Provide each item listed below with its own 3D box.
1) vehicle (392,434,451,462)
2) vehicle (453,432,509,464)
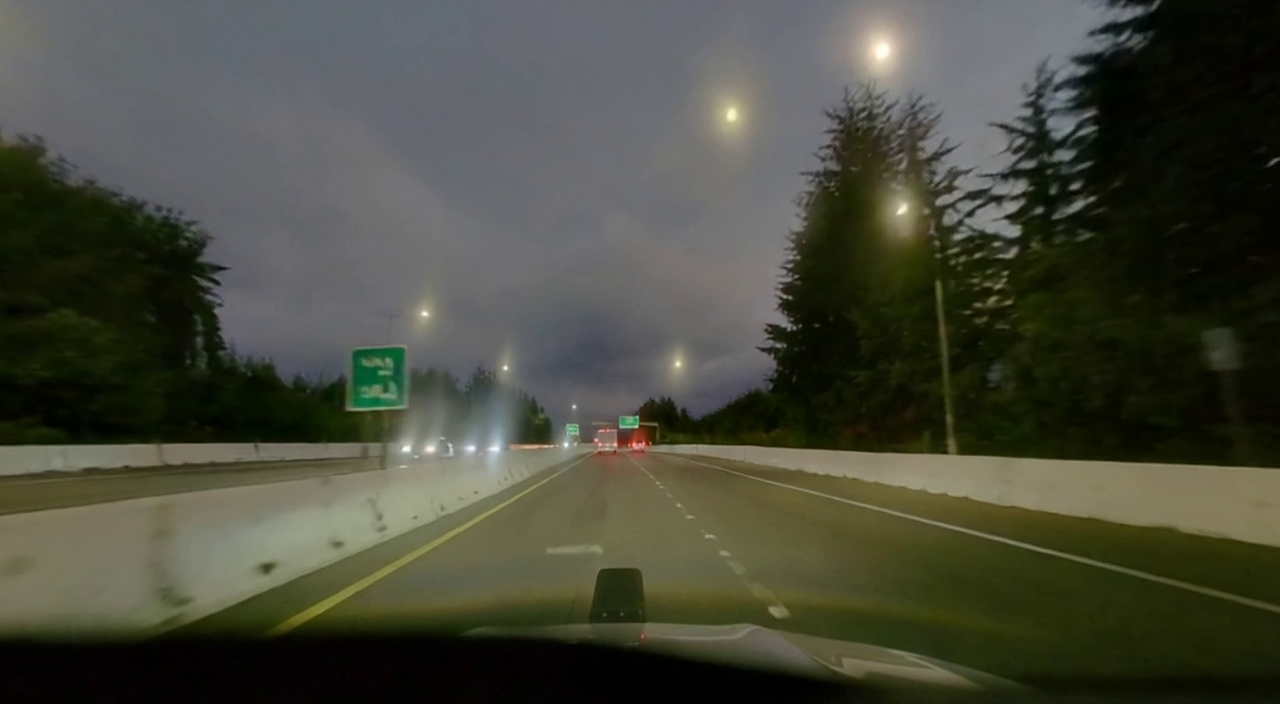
[{"bbox_3d":[-12.468,5.530,36.190,1.911,1.494,4.445,0,-8,-2],"label":"vehicle"},{"bbox_3d":[-8.209,5.011,32.913,1.987,1.540,4.027,0,-8,-2],"label":"vehicle"}]
